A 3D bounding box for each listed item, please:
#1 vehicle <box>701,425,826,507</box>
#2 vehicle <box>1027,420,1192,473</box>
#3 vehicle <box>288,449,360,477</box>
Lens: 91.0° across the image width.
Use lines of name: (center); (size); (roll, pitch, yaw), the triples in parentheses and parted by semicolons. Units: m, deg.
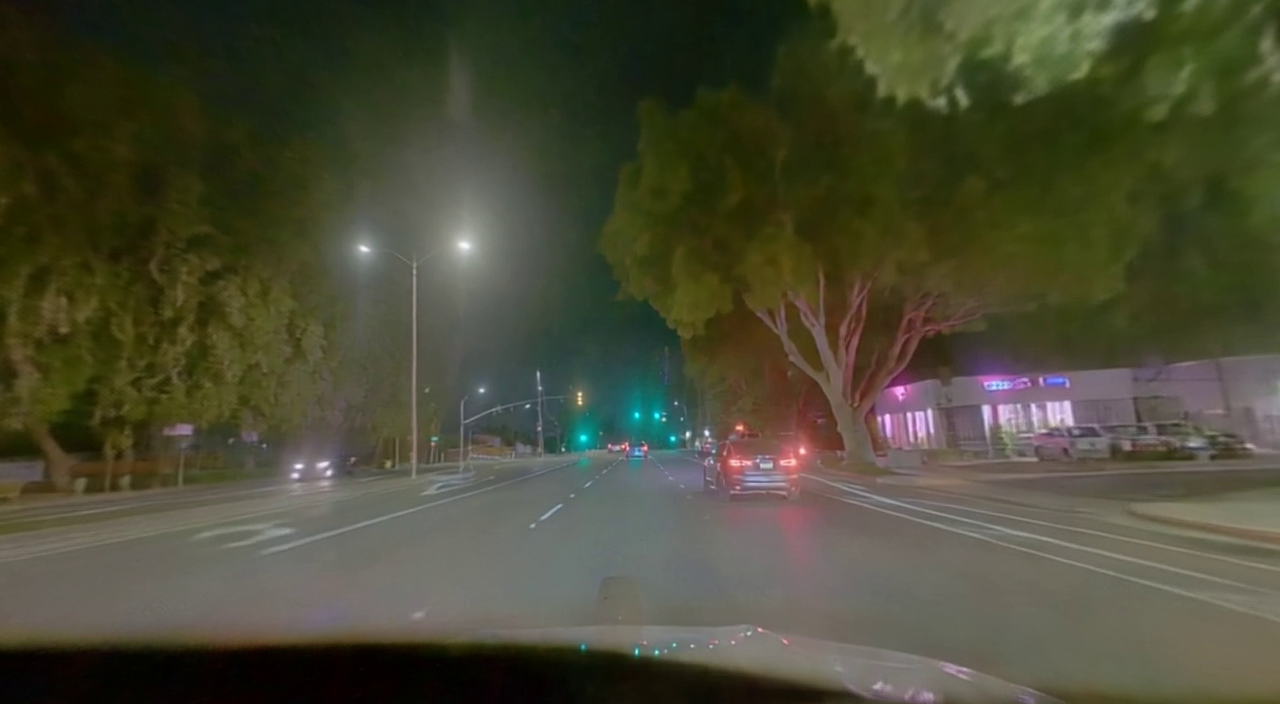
vehicle: (2.724, 2.627, 14.904); (2.022, 1.656, 4.025); (0, -8, -2)
vehicle: (17.426, 3.573, 23.820); (2.131, 1.782, 5.183); (0, -8, -2)
vehicle: (-17.903, 6.294, 35.958); (1.865, 1.452, 4.504); (0, -8, -1)
